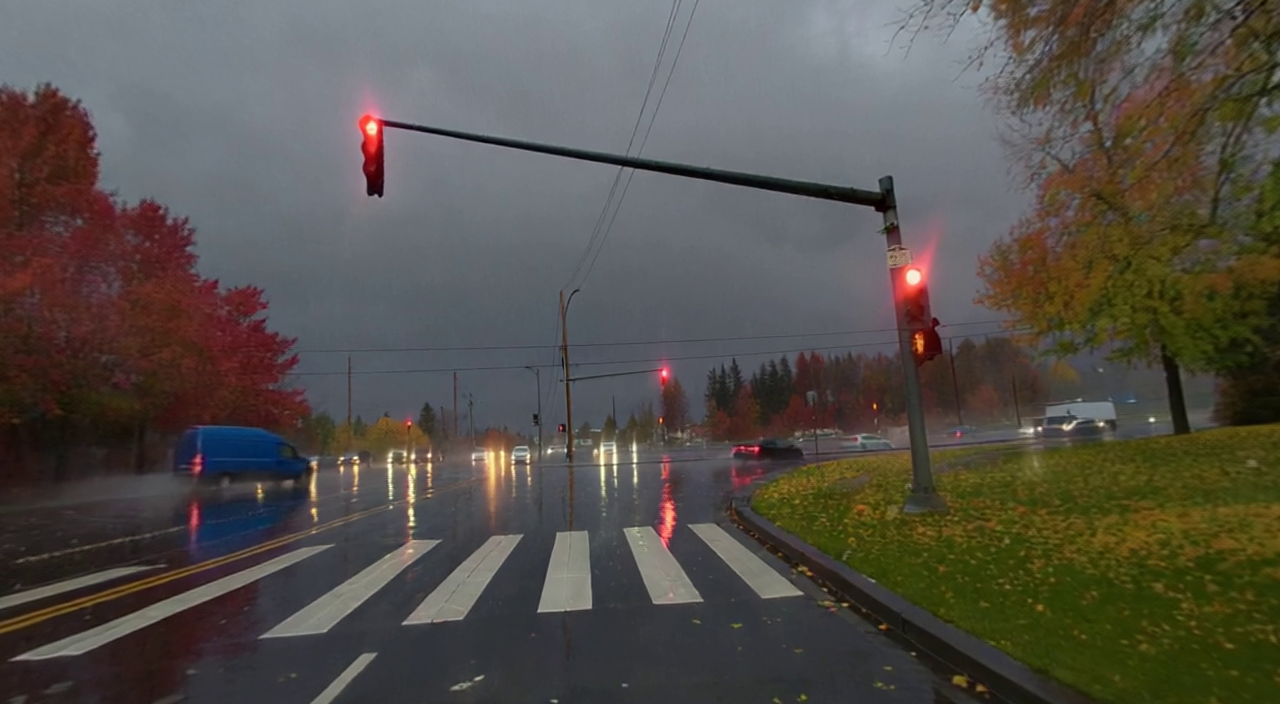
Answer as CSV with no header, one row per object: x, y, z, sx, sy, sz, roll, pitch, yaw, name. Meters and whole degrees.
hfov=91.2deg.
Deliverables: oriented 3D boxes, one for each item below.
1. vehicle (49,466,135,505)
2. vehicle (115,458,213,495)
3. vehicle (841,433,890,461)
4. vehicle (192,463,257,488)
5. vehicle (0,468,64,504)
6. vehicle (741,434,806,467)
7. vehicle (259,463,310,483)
-25.429,6.155,29.248,1.694,1.528,4.225,3,-9,-23,vehicle
-27.835,7.271,36.906,2.064,1.913,5.081,0,-9,-4,vehicle
16.694,7.026,46.349,1.942,1.920,4.263,-8,-11,39,vehicle
-28.547,8.475,43.167,1.768,1.465,3.972,0,-9,-1,vehicle
-30.339,6.450,30.338,1.800,1.520,3.968,2,-9,-14,vehicle
8.268,6.020,38.484,2.036,1.849,4.811,-7,-11,36,vehicle
-28.143,9.585,49.745,1.776,1.452,3.920,0,-9,0,vehicle
